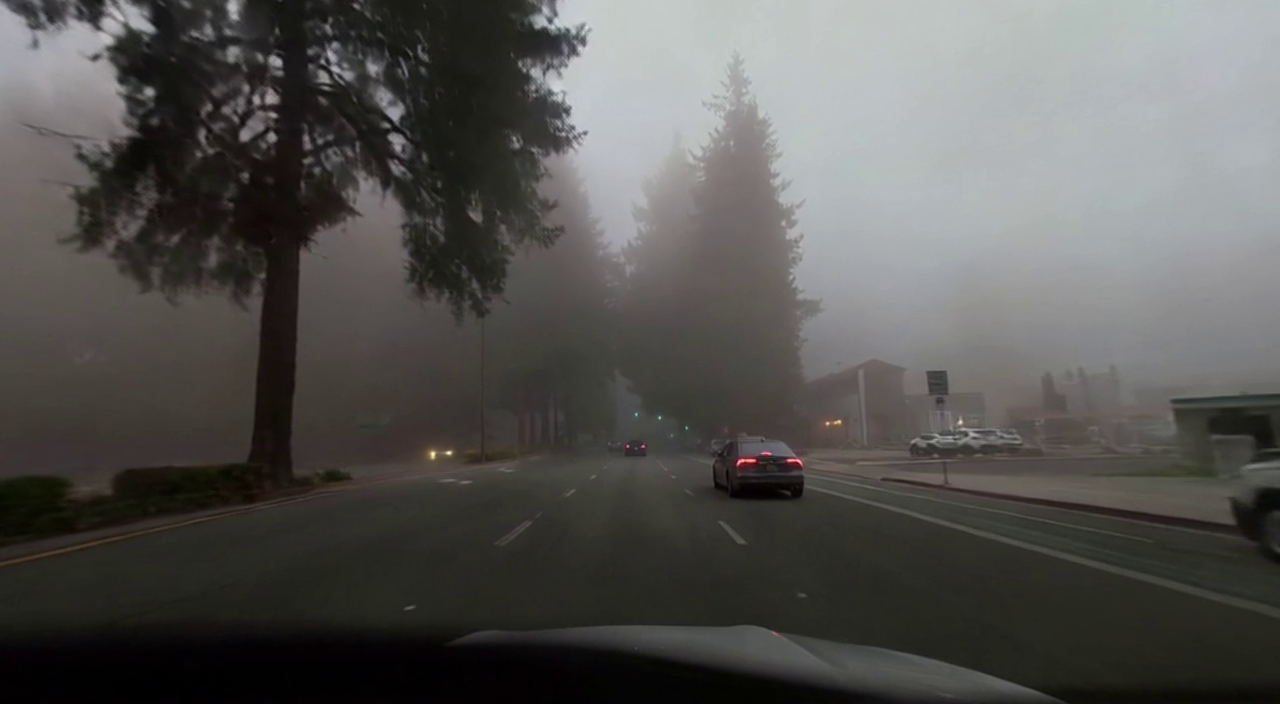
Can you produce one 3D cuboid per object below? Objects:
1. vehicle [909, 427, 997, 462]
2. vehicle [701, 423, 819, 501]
[{"bbox_3d":[17.361,5.187,35.312,2.131,1.782,5.183,0,-8,-2],"label":"vehicle"},{"bbox_3d":[2.765,2.655,15.503,2.022,1.656,4.025,0,-8,-1],"label":"vehicle"}]
